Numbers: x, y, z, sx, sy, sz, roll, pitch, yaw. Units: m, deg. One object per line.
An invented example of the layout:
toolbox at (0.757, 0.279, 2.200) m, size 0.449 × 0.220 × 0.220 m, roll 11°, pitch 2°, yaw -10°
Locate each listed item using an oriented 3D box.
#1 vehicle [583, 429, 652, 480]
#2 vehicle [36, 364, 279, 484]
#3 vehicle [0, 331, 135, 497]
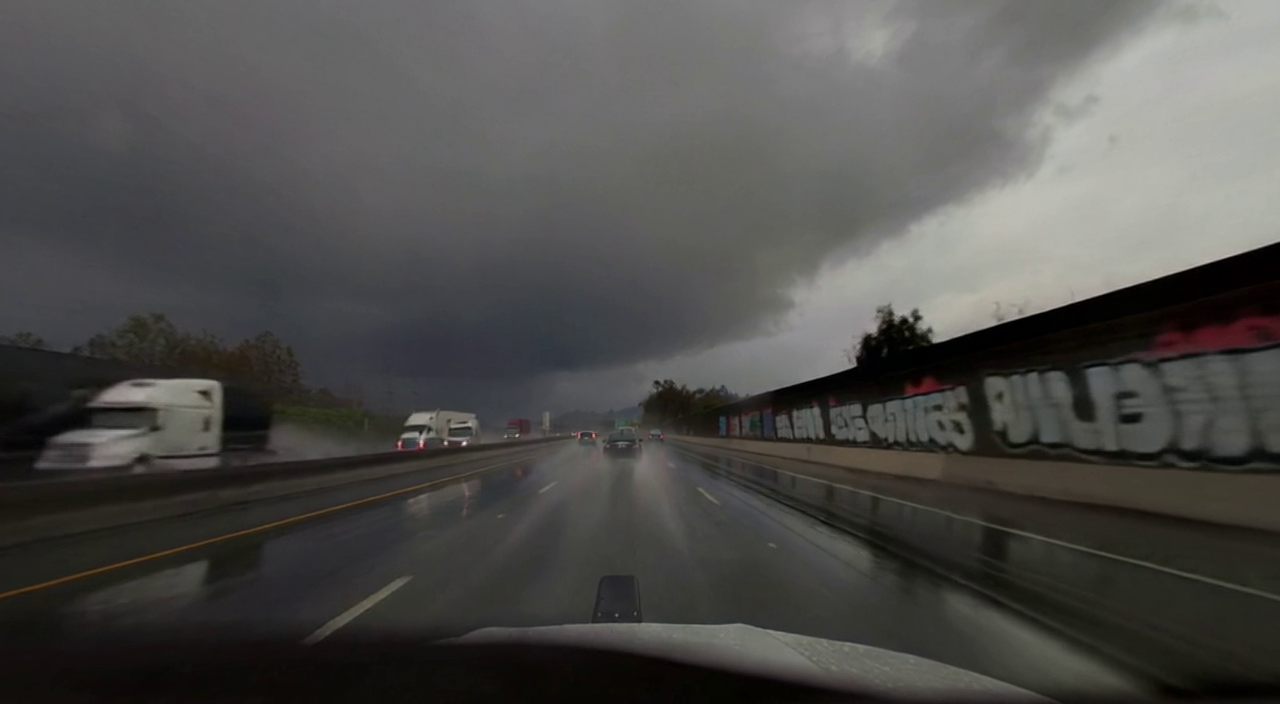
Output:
vehicle at (-0.688, 3.273, 20.498) m, size 2.044 × 1.477 × 3.693 m, roll 0°, pitch -8°, yaw -1°
vehicle at (-17.149, 2.728, 23.400) m, size 2.826 × 3.693 × 7.744 m, roll 0°, pitch -8°, yaw -1°
vehicle at (-16.904, 1.269, 13.523) m, size 2.968 × 3.967 × 11.156 m, roll 0°, pitch -8°, yaw -1°
